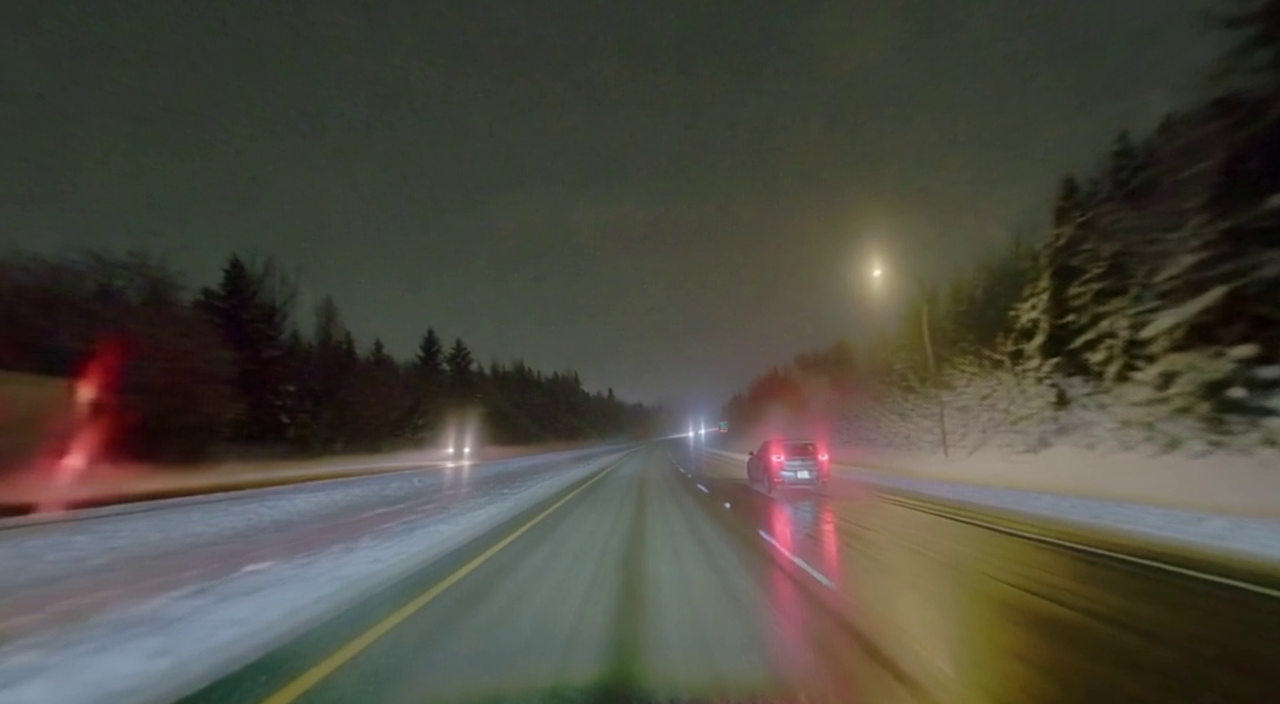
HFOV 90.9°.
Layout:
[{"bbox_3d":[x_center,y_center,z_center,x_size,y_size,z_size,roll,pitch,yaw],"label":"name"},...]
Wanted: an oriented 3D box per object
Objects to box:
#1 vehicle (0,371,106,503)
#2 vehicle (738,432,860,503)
[{"bbox_3d":[-22.436,2.094,15.925,3.284,4.203,16.559,-1,-8,1],"label":"vehicle"},{"bbox_3d":[3.771,2.821,15.757,1.997,1.515,4.025,0,-9,0],"label":"vehicle"}]
